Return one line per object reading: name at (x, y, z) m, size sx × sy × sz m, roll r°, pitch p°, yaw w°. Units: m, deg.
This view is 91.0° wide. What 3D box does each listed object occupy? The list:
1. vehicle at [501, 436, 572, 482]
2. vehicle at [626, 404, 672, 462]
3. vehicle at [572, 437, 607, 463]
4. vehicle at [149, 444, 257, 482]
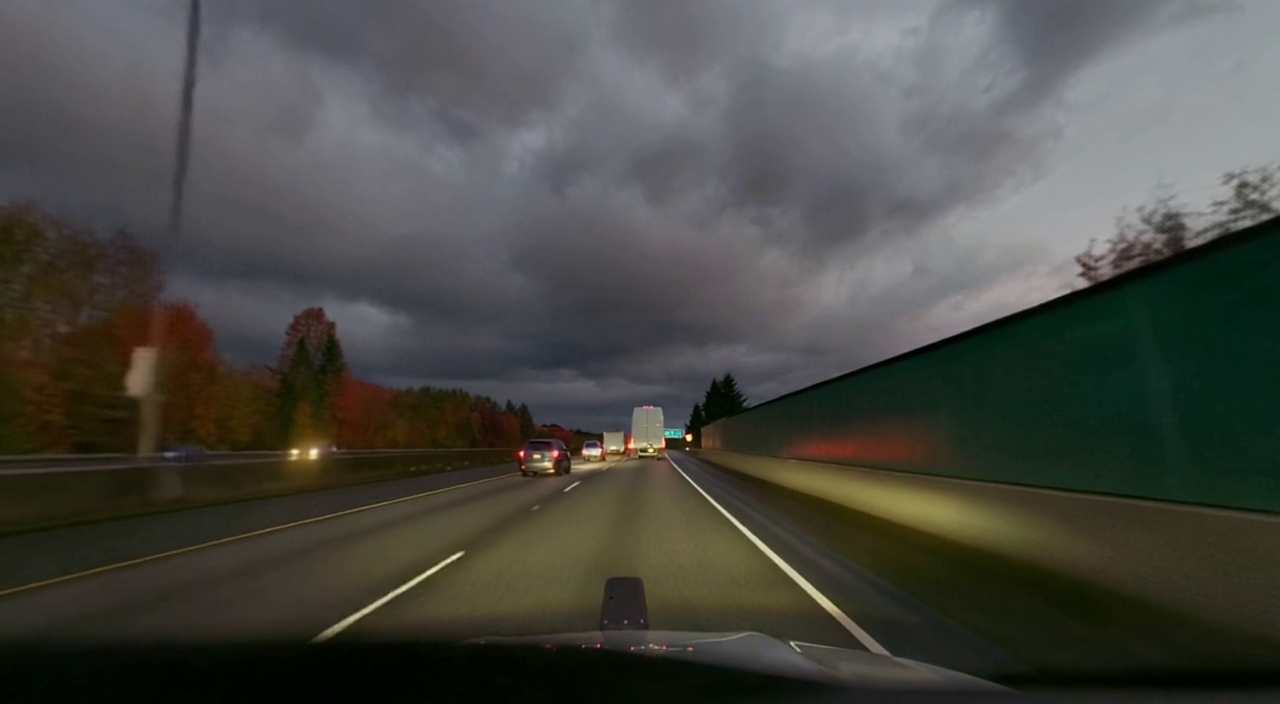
vehicle at (-3.751, 3.936, 23.461) m, size 1.927 × 1.556 × 3.921 m, roll 0°, pitch -8°, yaw 1°
vehicle at (0.672, 5.884, 45.332) m, size 2.933 × 3.701 × 10.425 m, roll 0°, pitch -8°, yaw 1°
vehicle at (-3.286, 6.497, 41.889) m, size 1.962 × 1.575 × 4.158 m, roll 0°, pitch -8°, yaw 0°
vehicle at (-22.557, 5.710, 32.776) m, size 2.196 × 1.757 × 4.961 m, roll 0°, pitch -8°, yaw -2°
